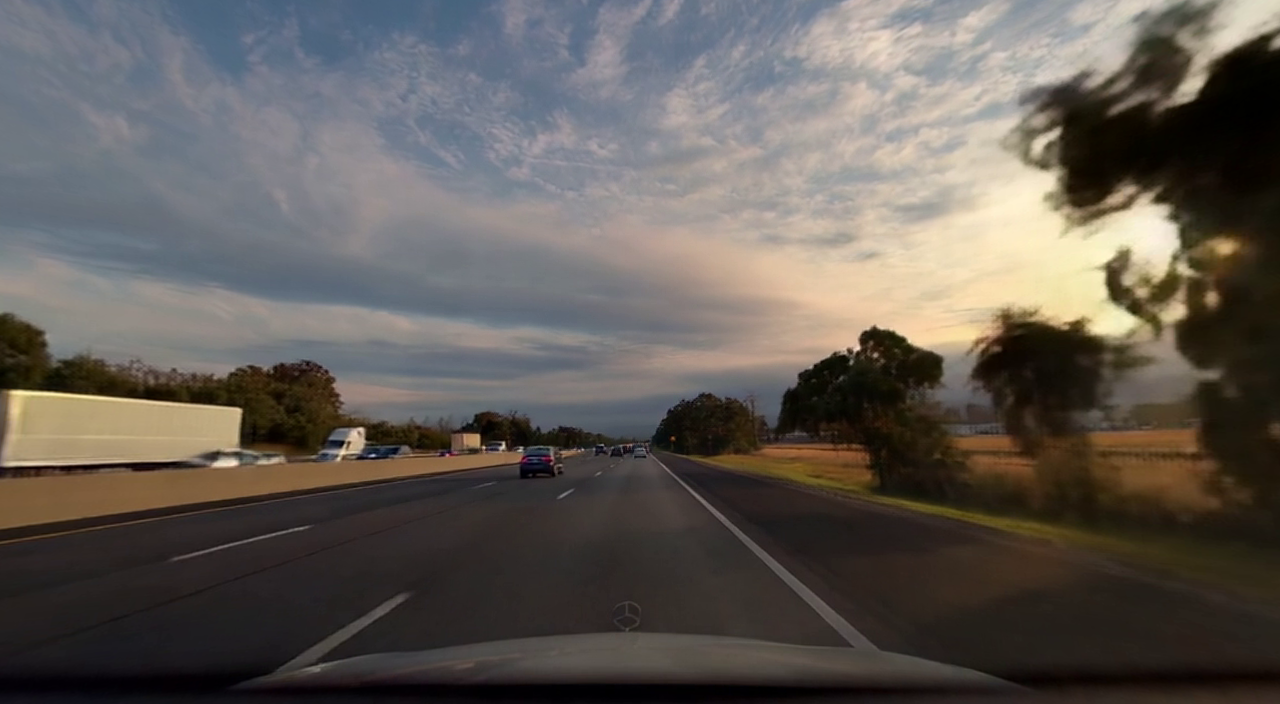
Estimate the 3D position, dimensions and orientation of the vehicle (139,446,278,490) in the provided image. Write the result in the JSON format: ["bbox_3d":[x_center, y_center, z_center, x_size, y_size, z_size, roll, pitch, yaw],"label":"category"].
[{"bbox_3d":[-16.047,4.322,23.836,2.078,1.493,4.427,0,-9,1],"label":"vehicle"}]

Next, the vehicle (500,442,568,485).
[{"bbox_3d":[-4.140,4.430,25.338,1.954,1.541,4.079,0,-9,1],"label":"vehicle"}]

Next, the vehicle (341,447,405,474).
[{"bbox_3d":[-15.967,6.494,37.968,1.925,1.526,4.370,0,-9,0],"label":"vehicle"}]
